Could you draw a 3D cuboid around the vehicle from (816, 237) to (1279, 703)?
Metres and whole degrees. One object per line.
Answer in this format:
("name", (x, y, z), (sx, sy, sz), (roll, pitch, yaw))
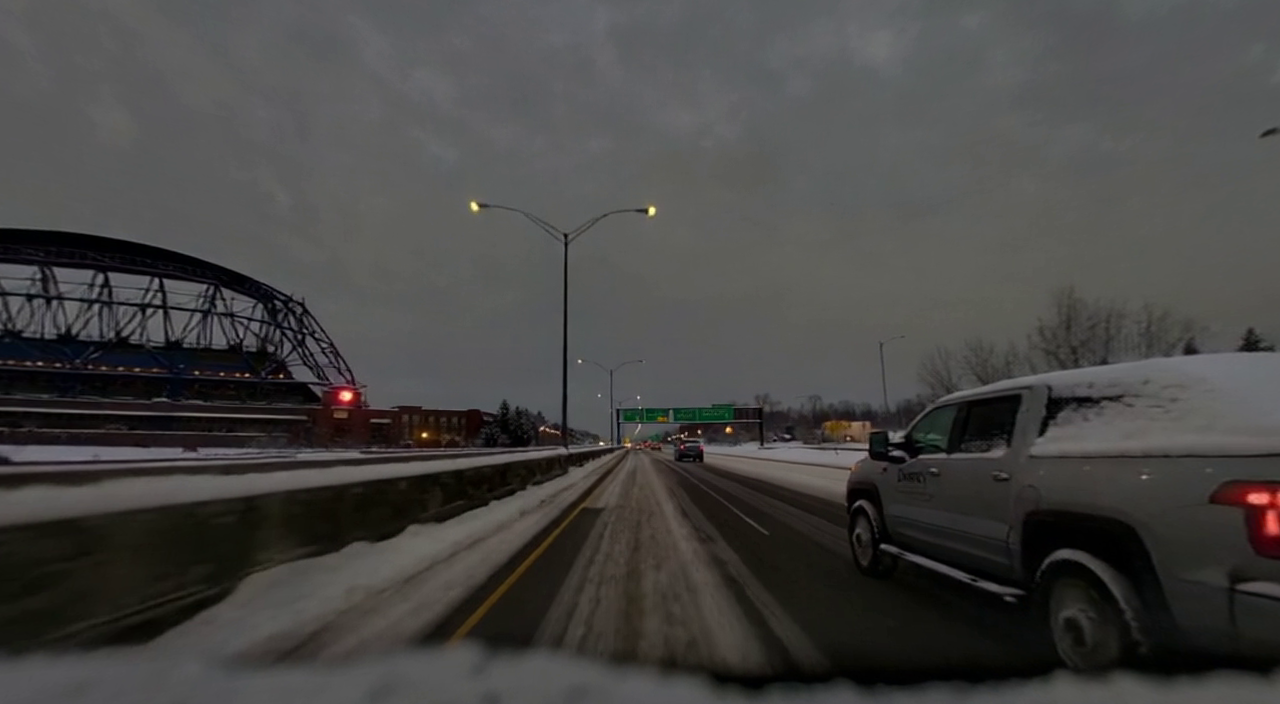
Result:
("vehicle", (3.060, 0.990, 4.347), (2.199, 2.002, 4.970), (0, -9, 0))

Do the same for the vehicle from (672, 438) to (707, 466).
("vehicle", (3.282, 6.771, 42.756), (1.973, 1.774, 4.092), (0, -9, -1))
